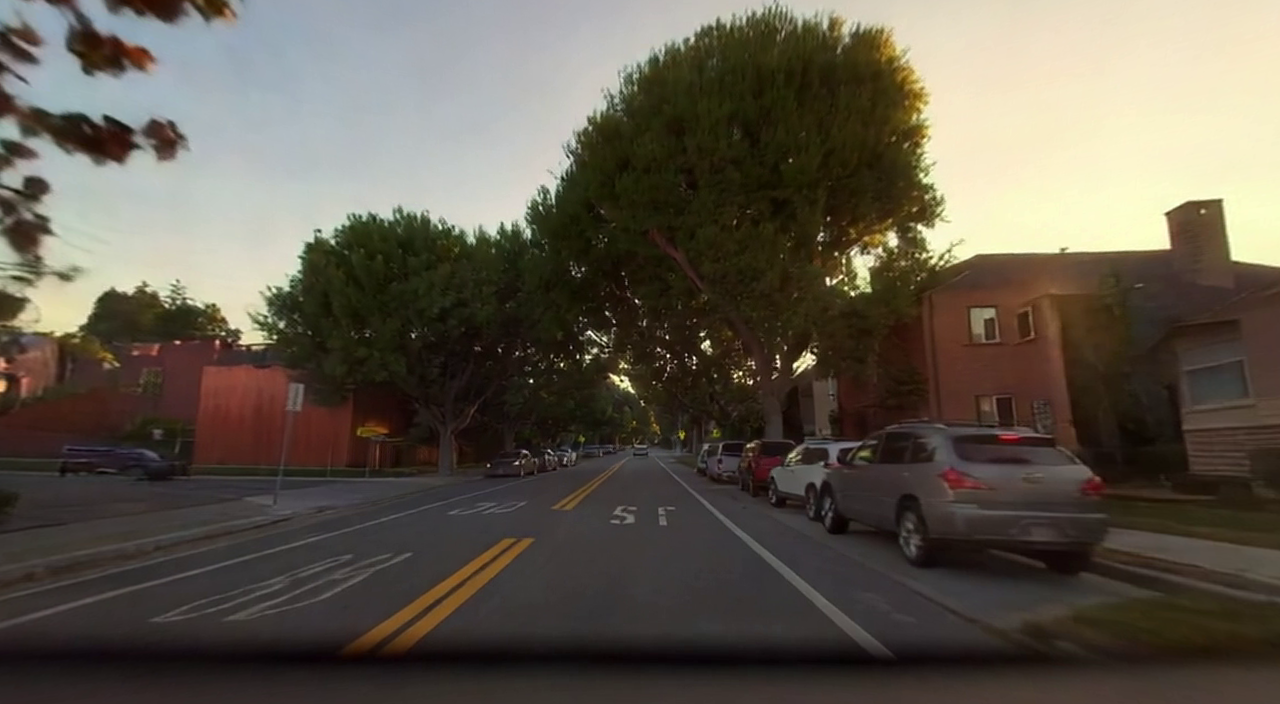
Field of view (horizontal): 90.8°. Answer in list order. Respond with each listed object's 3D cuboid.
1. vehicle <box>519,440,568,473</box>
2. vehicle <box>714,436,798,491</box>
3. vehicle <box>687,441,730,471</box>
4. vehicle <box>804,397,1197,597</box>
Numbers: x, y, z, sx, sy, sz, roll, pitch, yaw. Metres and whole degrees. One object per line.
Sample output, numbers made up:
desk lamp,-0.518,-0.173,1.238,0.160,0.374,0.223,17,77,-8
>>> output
vehicle,-6.489,7.098,43.077,2.252,1.882,5.883,-4,-9,0
vehicle,3.851,3.789,21.891,1.971,1.665,4.722,0,-8,-1
vehicle,4.026,6.197,37.838,2.097,1.706,4.312,0,-8,0
vehicle,3.856,1.628,7.997,1.937,1.752,4.574,1,-9,-5
